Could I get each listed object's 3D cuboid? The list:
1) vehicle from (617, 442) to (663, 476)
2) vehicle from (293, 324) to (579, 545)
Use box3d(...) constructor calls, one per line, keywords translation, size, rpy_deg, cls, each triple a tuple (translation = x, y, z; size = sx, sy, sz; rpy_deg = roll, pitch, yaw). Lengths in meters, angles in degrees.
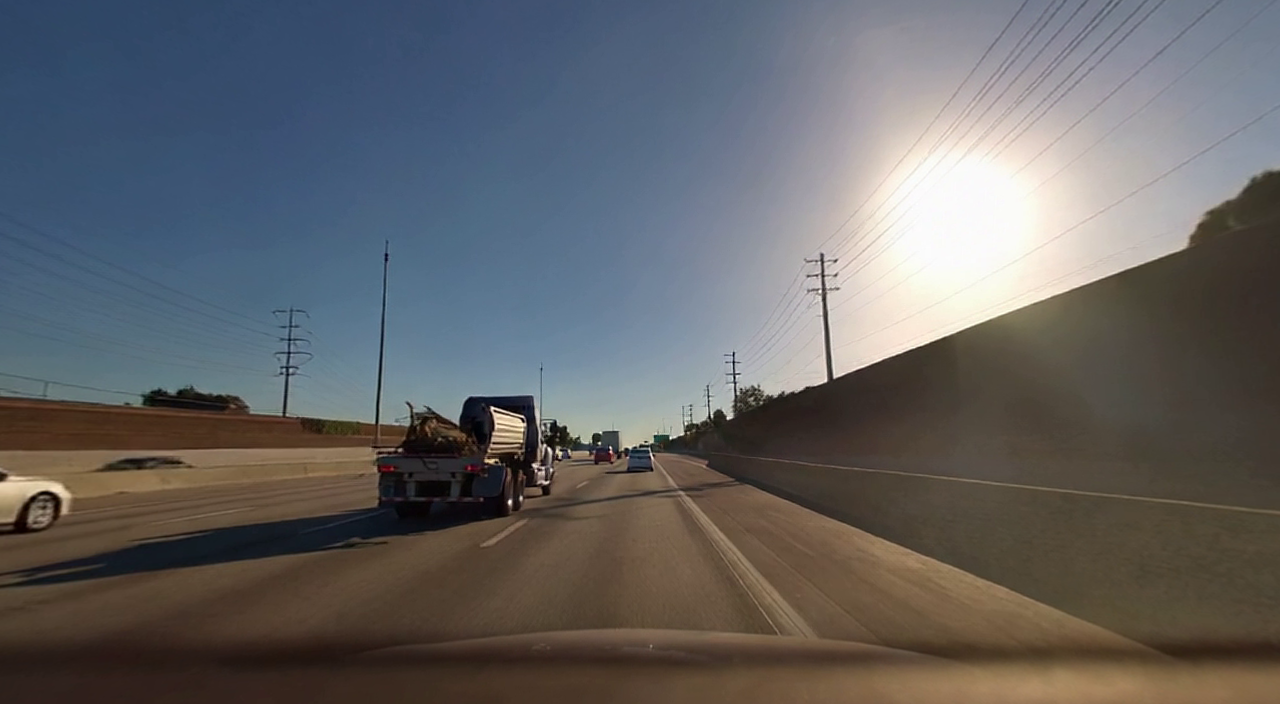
box3d(translation=(0.004, 5.473, 32.347), size=(2.178, 1.640, 4.071), rpy_deg=(0, -9, 0), cls="vehicle")
box3d(translation=(-3.422, 1.878, 13.866), size=(3.023, 3.246, 9.102), rpy_deg=(0, -9, 2), cls="vehicle")
